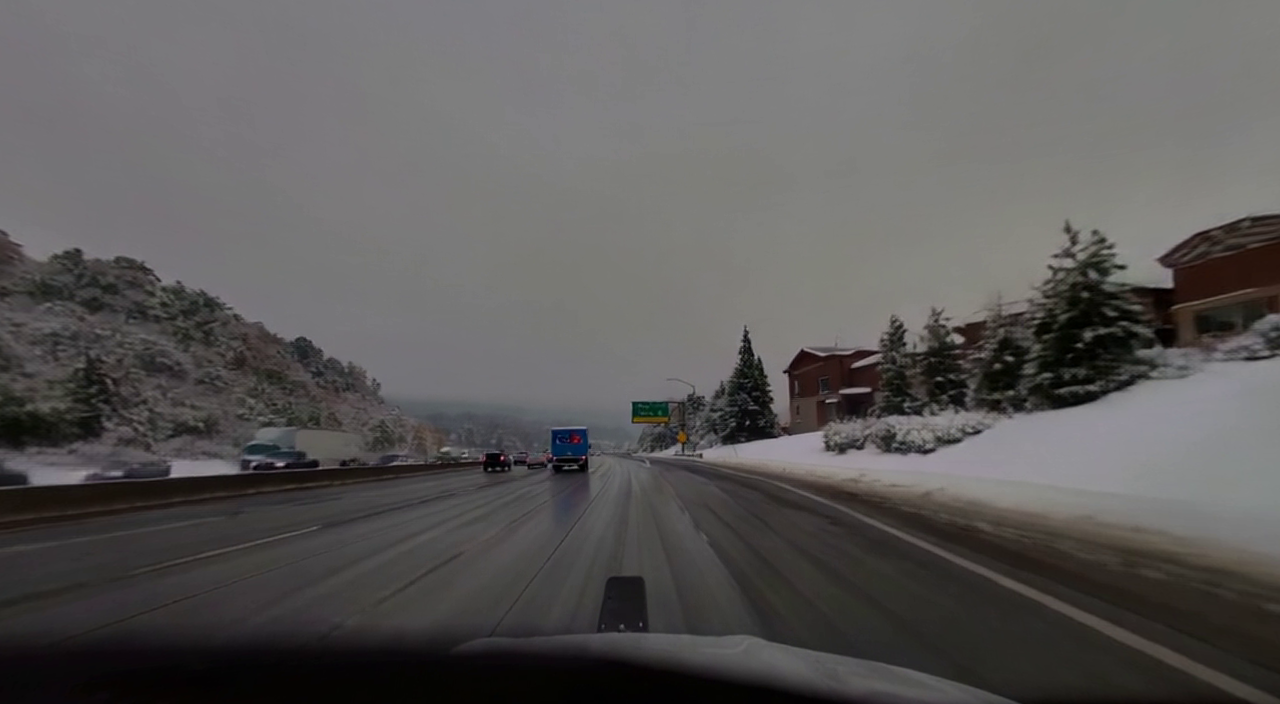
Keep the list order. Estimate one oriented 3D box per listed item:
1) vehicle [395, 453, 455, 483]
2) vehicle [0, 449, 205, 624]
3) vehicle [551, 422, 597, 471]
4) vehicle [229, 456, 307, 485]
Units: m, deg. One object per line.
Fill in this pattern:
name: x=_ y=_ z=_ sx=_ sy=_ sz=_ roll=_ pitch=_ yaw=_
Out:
vehicle: x=-11.922 y=6.434 z=35.252 sx=1.879 sy=1.431 sz=4.425 roll=0 pitch=-8 yaw=-1
vehicle: x=-7.747 y=2.015 z=7.153 sx=2.294 sy=1.710 sz=4.436 roll=1 pitch=-8 yaw=2
vehicle: x=-4.793 y=7.038 z=46.883 sx=2.798 sy=3.212 sz=7.573 roll=2 pitch=-8 yaw=-2
vehicle: x=-21.443 y=6.818 z=36.601 sx=1.813 sy=1.448 sz=4.578 roll=0 pitch=-8 yaw=-1
